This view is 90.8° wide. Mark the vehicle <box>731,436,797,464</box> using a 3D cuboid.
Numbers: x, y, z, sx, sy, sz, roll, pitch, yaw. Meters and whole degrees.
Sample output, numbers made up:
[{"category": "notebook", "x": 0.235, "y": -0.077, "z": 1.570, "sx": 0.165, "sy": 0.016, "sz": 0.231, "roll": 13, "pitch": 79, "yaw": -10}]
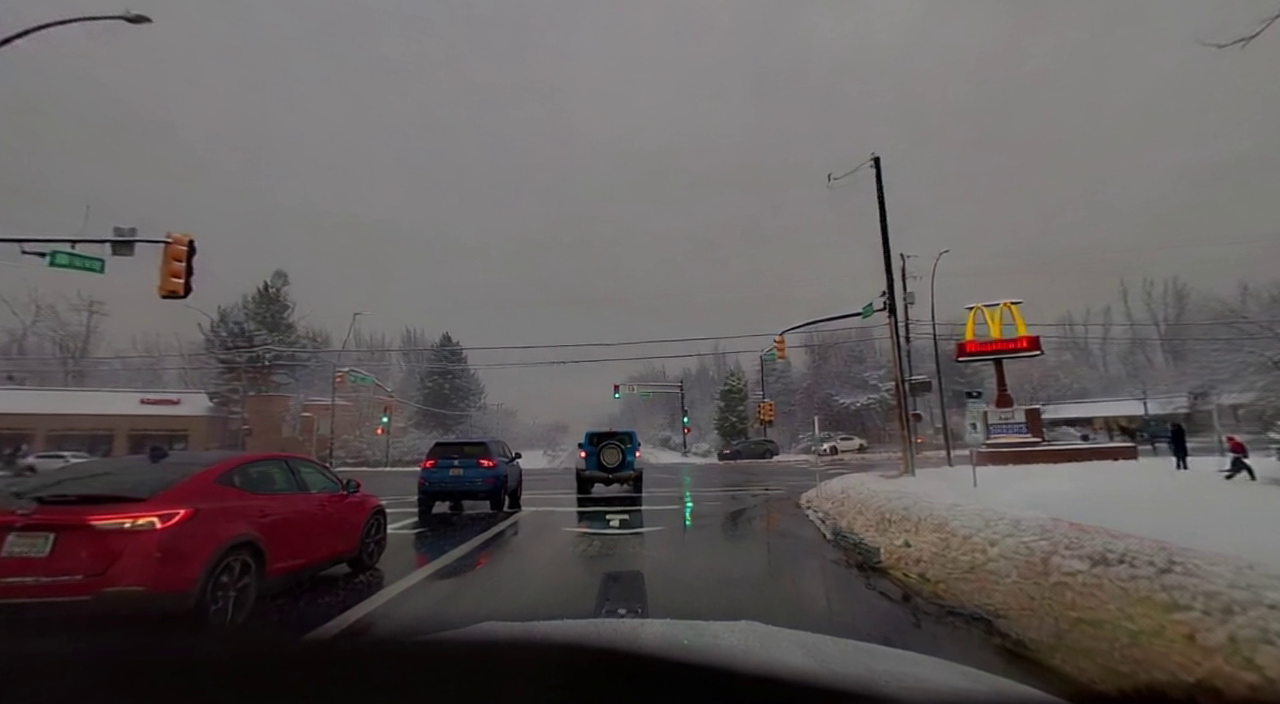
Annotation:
[{"category": "vehicle", "x": 9.569, "y": 7.550, "z": 48.717, "sx": 4.432, "sy": 1.680, "sz": 1.971, "roll": -2, "pitch": -7, "yaw": -23}]

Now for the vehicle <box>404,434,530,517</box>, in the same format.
[{"category": "vehicle", "x": -4.256, "y": 3.093, "z": 16.396, "sx": 2.130, "sy": 1.819, "sz": 4.497, "roll": 0, "pitch": -8, "yaw": -2}]

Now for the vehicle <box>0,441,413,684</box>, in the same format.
[{"category": "vehicle", "x": -4.025, "y": 1.644, "z": 6.235, "sx": 1.941, "sy": 1.479, "sz": 4.541, "roll": 0, "pitch": -8, "yaw": -1}]

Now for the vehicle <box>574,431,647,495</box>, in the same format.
[{"category": "vehicle", "x": -1.042, "y": 3.730, "z": 21.571, "sx": 2.224, "sy": 1.923, "sz": 4.643, "roll": 1, "pitch": -9, "yaw": -4}]
